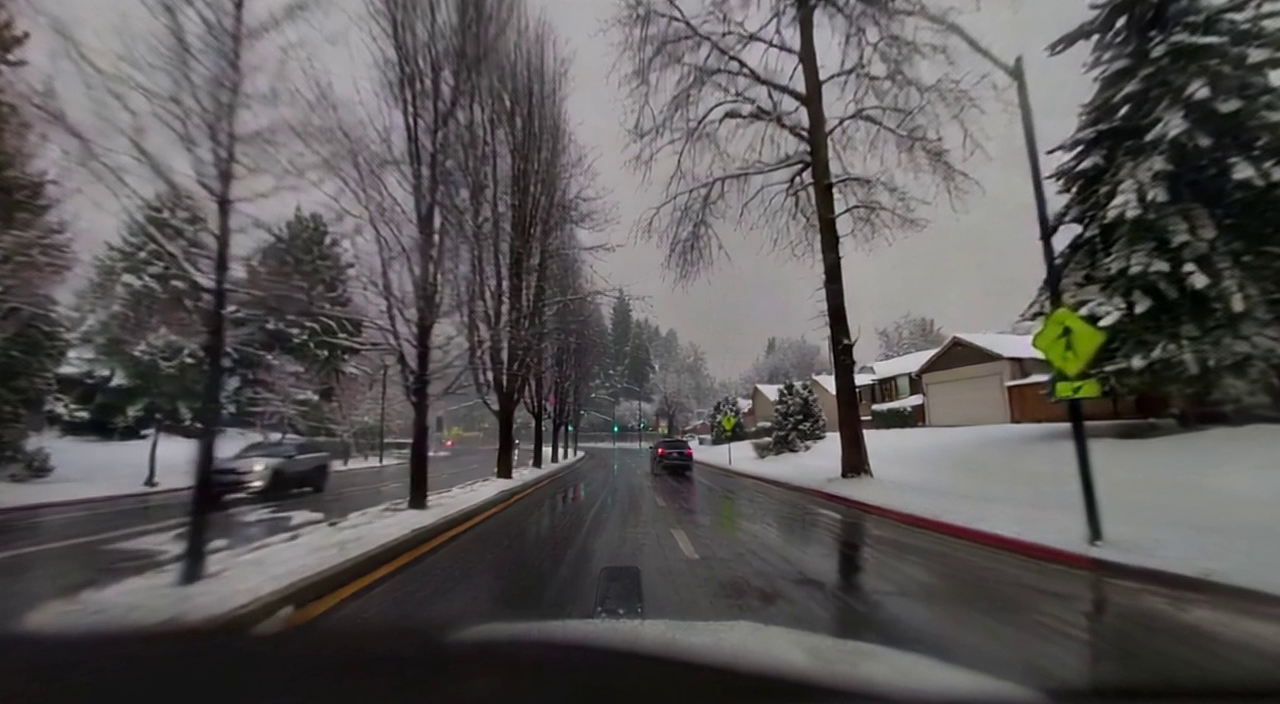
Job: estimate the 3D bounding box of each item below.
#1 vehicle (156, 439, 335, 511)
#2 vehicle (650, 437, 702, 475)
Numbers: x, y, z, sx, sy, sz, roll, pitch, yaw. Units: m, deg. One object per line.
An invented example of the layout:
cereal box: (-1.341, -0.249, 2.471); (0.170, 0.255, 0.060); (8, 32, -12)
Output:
vehicle: (-9.281, 2.886, 15.341); (1.886, 1.486, 3.913); (0, -8, -2)
vehicle: (1.625, 4.935, 30.231); (1.990, 1.707, 4.225); (0, -8, -4)
